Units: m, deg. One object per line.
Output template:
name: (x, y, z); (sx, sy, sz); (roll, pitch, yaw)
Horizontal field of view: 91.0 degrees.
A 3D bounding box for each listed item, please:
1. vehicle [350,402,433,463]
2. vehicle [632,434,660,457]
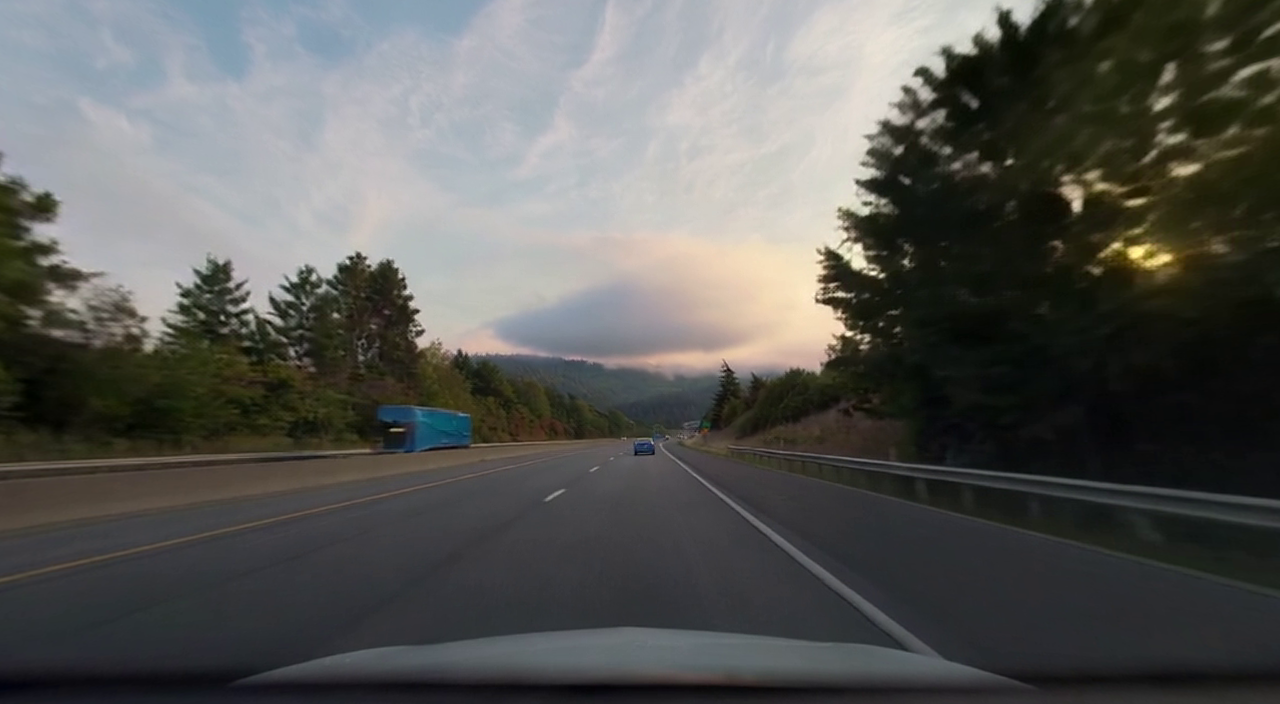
vehicle: (-16.300, 5.375, 41.789); (3.000, 3.720, 5.942); (0, -8, 0)
vehicle: (0.460, 7.140, 48.049); (2.058, 1.649, 3.942); (0, -8, 0)
